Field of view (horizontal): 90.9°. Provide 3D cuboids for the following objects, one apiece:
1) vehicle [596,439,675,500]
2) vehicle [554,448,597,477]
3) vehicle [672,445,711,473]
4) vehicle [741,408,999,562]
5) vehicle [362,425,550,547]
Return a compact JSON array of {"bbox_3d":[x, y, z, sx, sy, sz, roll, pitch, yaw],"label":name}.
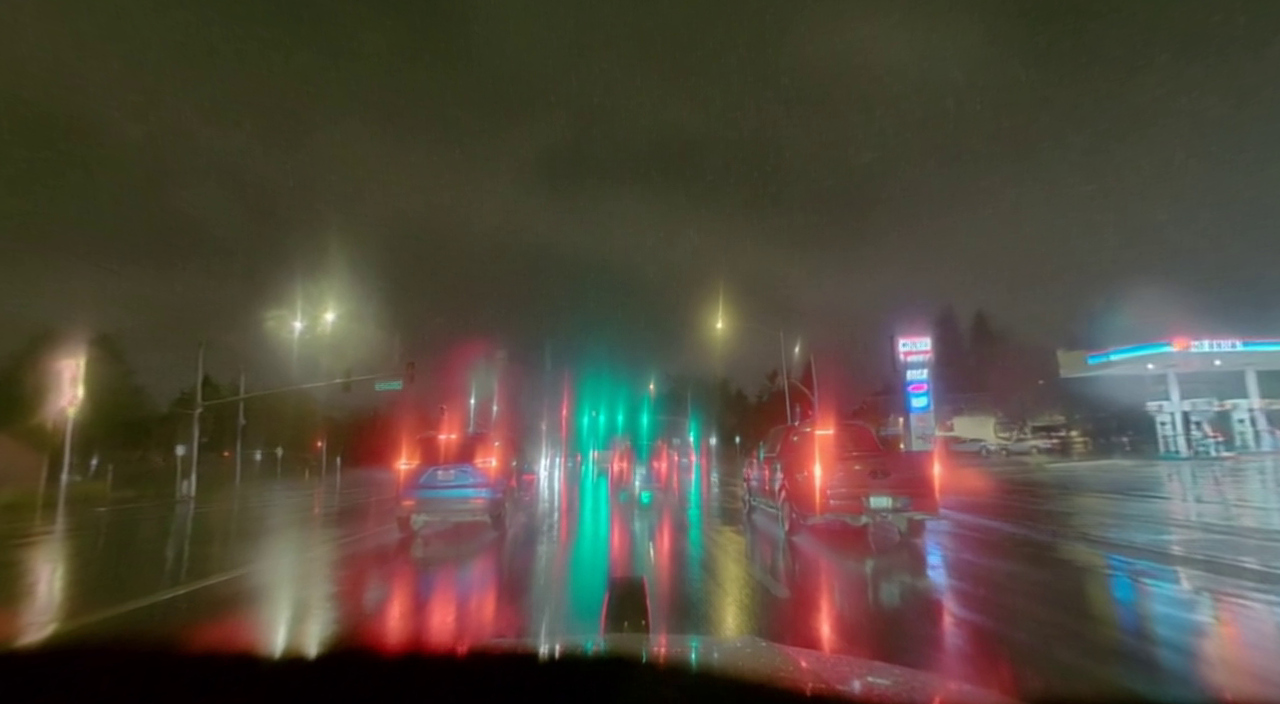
[{"bbox_3d":[-0.150,3.534,19.383,2.181,1.650,4.083,0,-8,-1],"label":"vehicle"},{"bbox_3d":[-3.517,6.087,35.070,1.954,1.497,4.078,0,-8,0],"label":"vehicle"},{"bbox_3d":[3.366,7.060,41.920,2.122,1.745,4.337,0,-8,-1],"label":"vehicle"},{"bbox_3d":[3.239,2.016,10.415,2.161,1.868,5.321,0,-8,-1],"label":"vehicle"},{"bbox_3d":[-2.951,2.248,11.259,2.019,1.731,4.299,0,-8,1],"label":"vehicle"}]
